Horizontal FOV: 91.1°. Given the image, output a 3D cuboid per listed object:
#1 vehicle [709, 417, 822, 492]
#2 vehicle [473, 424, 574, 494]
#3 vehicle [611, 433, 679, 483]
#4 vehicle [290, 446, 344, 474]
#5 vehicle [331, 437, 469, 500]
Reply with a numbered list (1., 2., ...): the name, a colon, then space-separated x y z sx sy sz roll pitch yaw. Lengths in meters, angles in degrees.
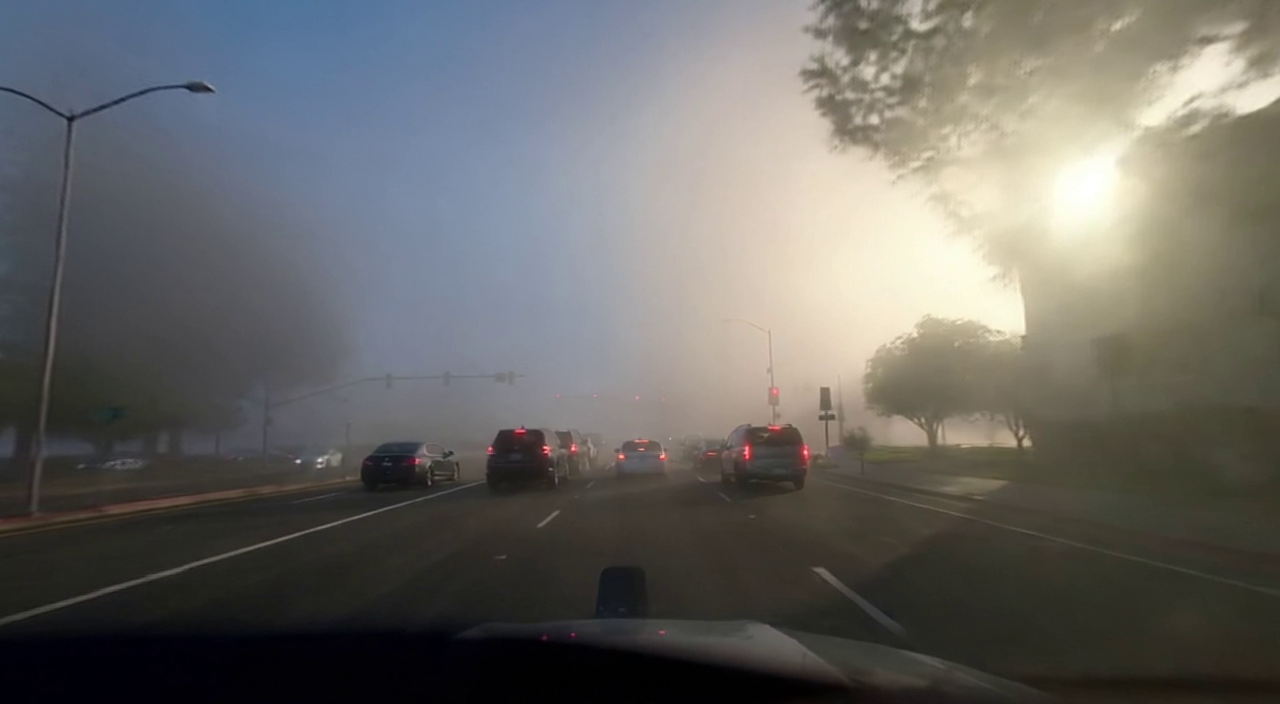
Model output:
1. vehicle: 3.359 2.890 17.945 2.141 1.833 4.704 0 -8 -2
2. vehicle: -3.065 2.939 17.537 1.912 1.703 4.261 0 -8 1
3. vehicle: 0.132 3.433 20.616 2.021 1.461 3.862 0 -8 -1
4. vehicle: -22.396 7.457 43.762 2.219 1.786 5.705 3 -9 -17
5. vehicle: -6.358 3.122 17.314 1.926 1.465 4.620 0 -8 1
